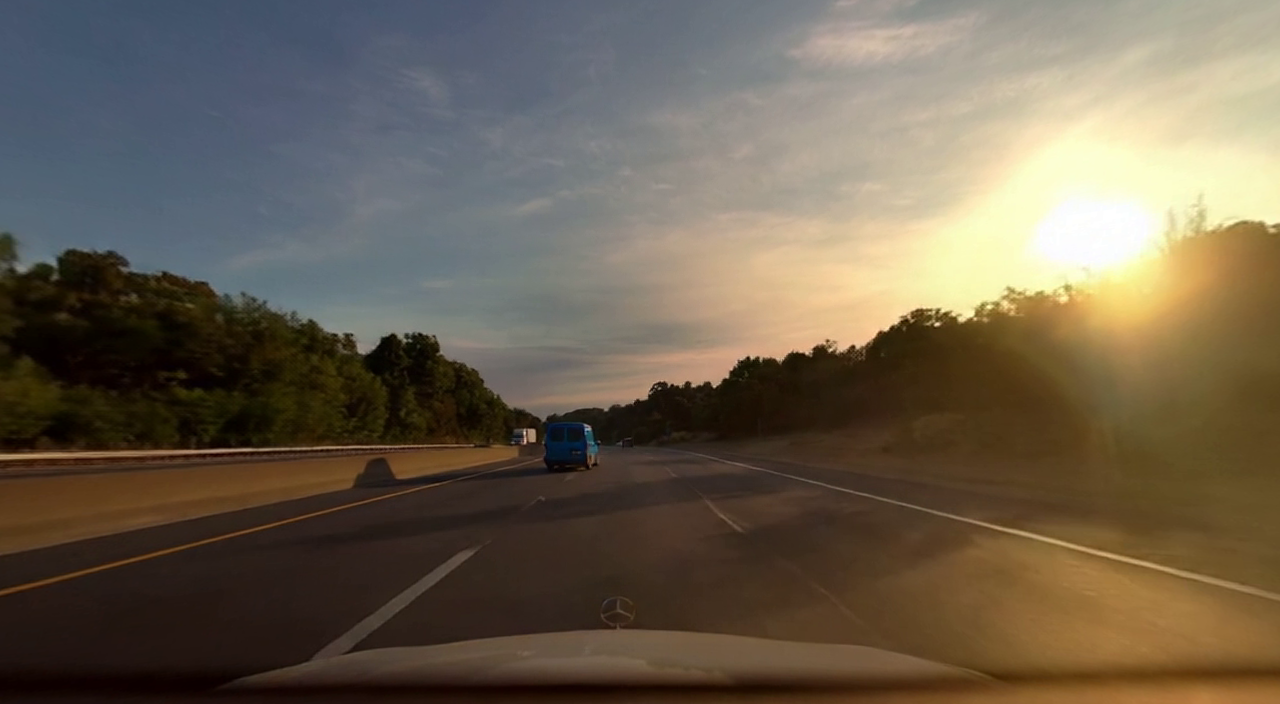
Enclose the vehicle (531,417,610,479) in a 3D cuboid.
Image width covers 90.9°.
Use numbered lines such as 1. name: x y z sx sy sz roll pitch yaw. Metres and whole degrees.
1. vehicle: -2.363 3.429 22.790 2.297 2.011 4.736 0 -8 0
